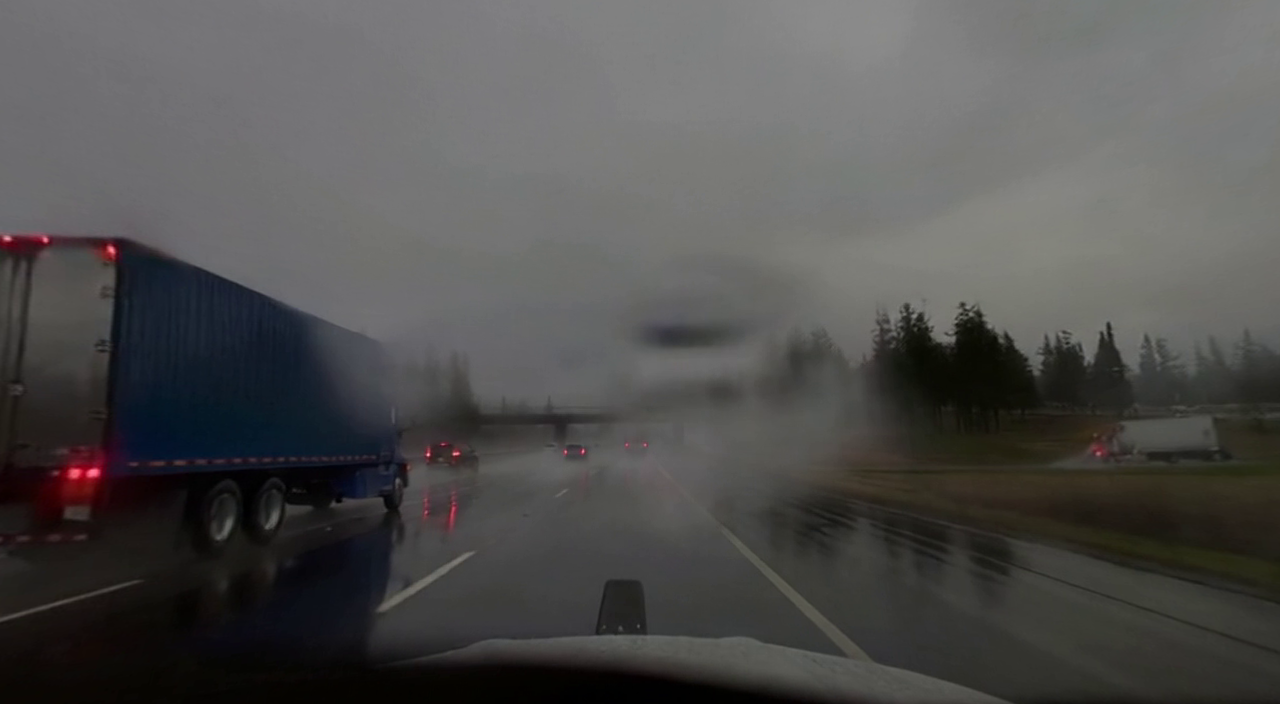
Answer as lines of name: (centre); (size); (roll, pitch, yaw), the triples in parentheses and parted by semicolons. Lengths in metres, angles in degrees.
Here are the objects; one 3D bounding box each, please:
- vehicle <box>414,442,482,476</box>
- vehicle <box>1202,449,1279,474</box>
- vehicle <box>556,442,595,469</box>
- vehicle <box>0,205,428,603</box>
vehicle: (-10.806, 6.065, 35.906); (2.146, 1.764, 5.510); (0, -9, 0)
vehicle: (43.290, 7.776, 44.928); (4.134, 1.691, 2.097); (-3, -9, 17)
vehicle: (-4.212, 6.842, 41.672); (2.094, 1.695, 4.260); (0, -9, 0)
vehicle: (-7.216, 1.186, 11.218); (3.303, 3.868, 10.298); (0, -9, 0)
